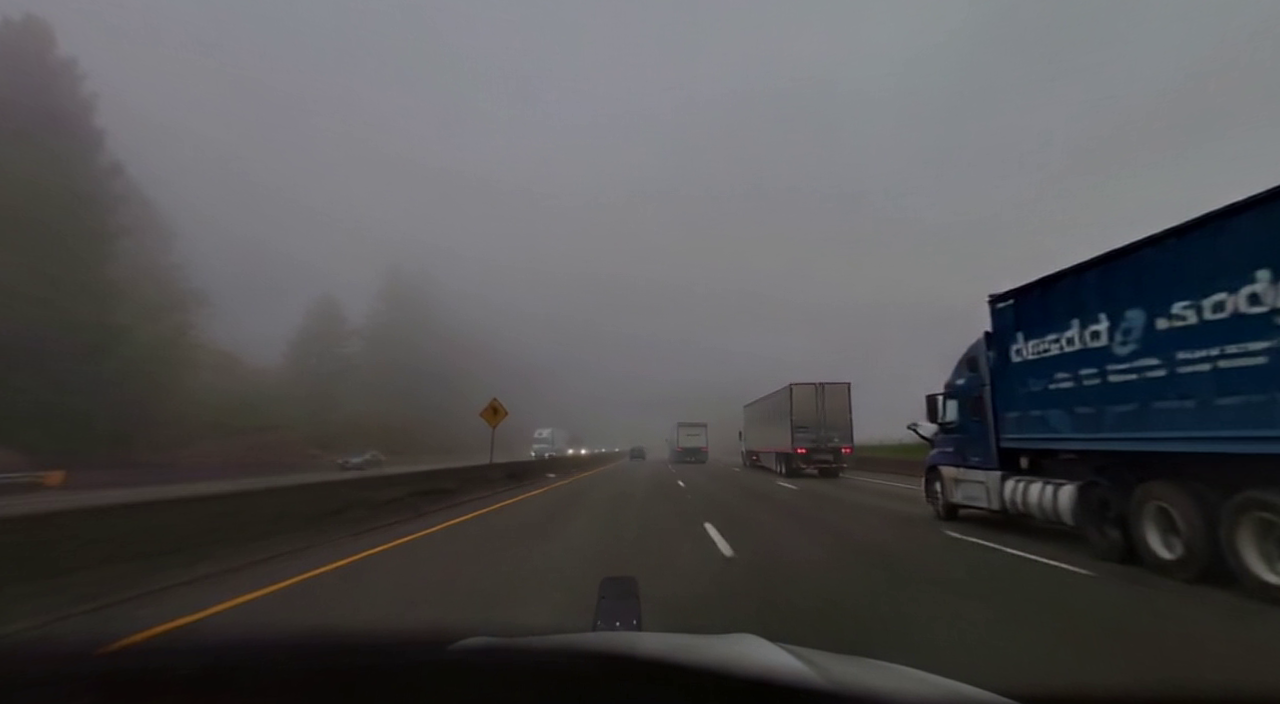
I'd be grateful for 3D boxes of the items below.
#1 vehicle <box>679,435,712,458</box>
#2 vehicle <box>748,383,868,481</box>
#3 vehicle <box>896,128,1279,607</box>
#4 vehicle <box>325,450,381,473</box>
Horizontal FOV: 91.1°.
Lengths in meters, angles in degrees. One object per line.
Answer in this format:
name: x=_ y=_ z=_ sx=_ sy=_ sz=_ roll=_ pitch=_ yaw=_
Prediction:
vehicle: x=4.097 y=7.081 z=47.298 sx=2.120 sy=1.651 sz=4.639 roll=0 pitch=-8 yaw=1
vehicle: x=8.164 y=4.221 z=33.081 sx=2.843 sy=4.053 sz=13.777 roll=0 pitch=-8 yaw=2
vehicle: x=6.714 y=0.483 z=7.833 sx=2.920 sy=3.860 sz=10.035 roll=0 pitch=-8 yaw=1
vehicle: x=-20.787 y=7.952 z=45.772 sx=1.820 sy=1.470 sz=4.427 roll=-1 pitch=-8 yaw=2
